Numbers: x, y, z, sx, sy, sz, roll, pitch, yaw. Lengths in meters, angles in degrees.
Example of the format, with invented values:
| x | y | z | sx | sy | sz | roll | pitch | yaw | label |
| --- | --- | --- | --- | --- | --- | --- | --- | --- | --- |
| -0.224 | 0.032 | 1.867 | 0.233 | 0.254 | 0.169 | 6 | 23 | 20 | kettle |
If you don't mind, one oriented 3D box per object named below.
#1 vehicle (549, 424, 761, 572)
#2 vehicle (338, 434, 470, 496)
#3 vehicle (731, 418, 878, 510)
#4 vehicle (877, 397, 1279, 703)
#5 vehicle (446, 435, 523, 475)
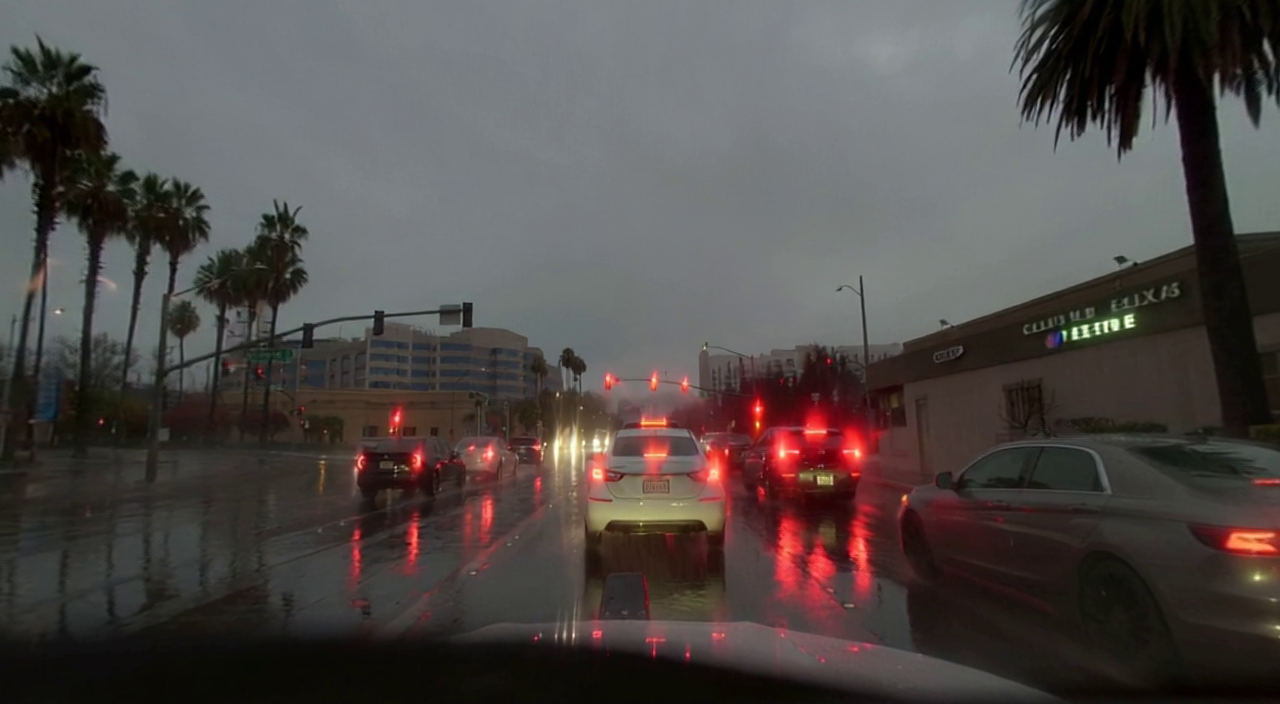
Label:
| x | y | z | sx | sy | sz | roll | pitch | yaw | label |
| --- | --- | --- | --- | --- | --- | --- | --- | --- | --- |
| 0.163 | 1.782 | 8.453 | 2.140 | 1.474 | 4.026 | 0 | -8 | 0 | vehicle |
| -6.281 | 3.048 | 17.370 | 1.900 | 1.487 | 4.165 | 0 | -8 | 2 | vehicle |
| 3.477 | 2.462 | 14.300 | 2.169 | 1.751 | 4.276 | 0 | -8 | 0 | vehicle |
| 3.533 | 1.218 | 4.474 | 1.910 | 1.490 | 4.661 | 0 | -8 | 1 | vehicle |
| -6.083 | 4.092 | 25.207 | 1.822 | 1.456 | 4.396 | 0 | -8 | 2 | vehicle |
